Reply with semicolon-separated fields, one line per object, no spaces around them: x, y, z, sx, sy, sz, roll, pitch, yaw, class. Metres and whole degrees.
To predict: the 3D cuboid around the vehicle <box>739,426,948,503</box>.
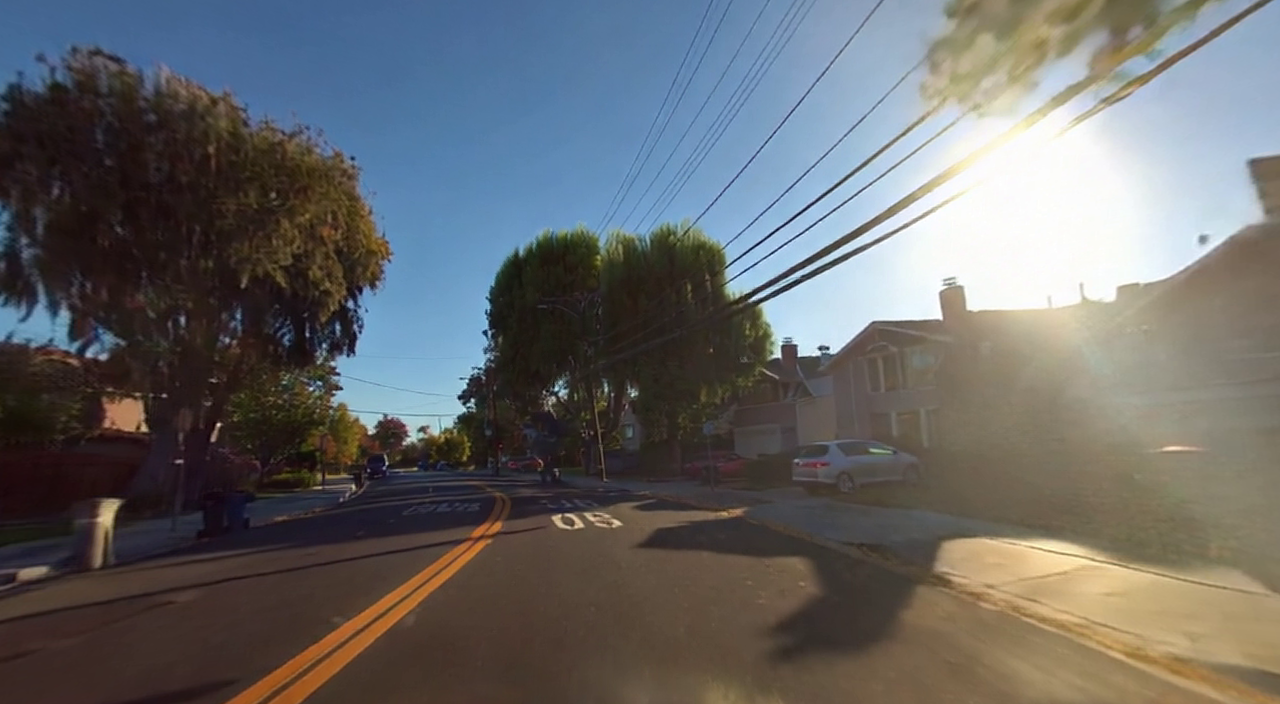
5.824;3.275;18.482;5.229;1.790;2.153;-2;-11;-10;vehicle

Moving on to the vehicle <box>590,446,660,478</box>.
-1.053;7.500;43.281;4.337;1.768;1.962;-1;-8;-21;vehicle

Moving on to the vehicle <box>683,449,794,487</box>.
4.265;5.027;27.645;4.382;1.531;1.925;2;-9;-14;vehicle
